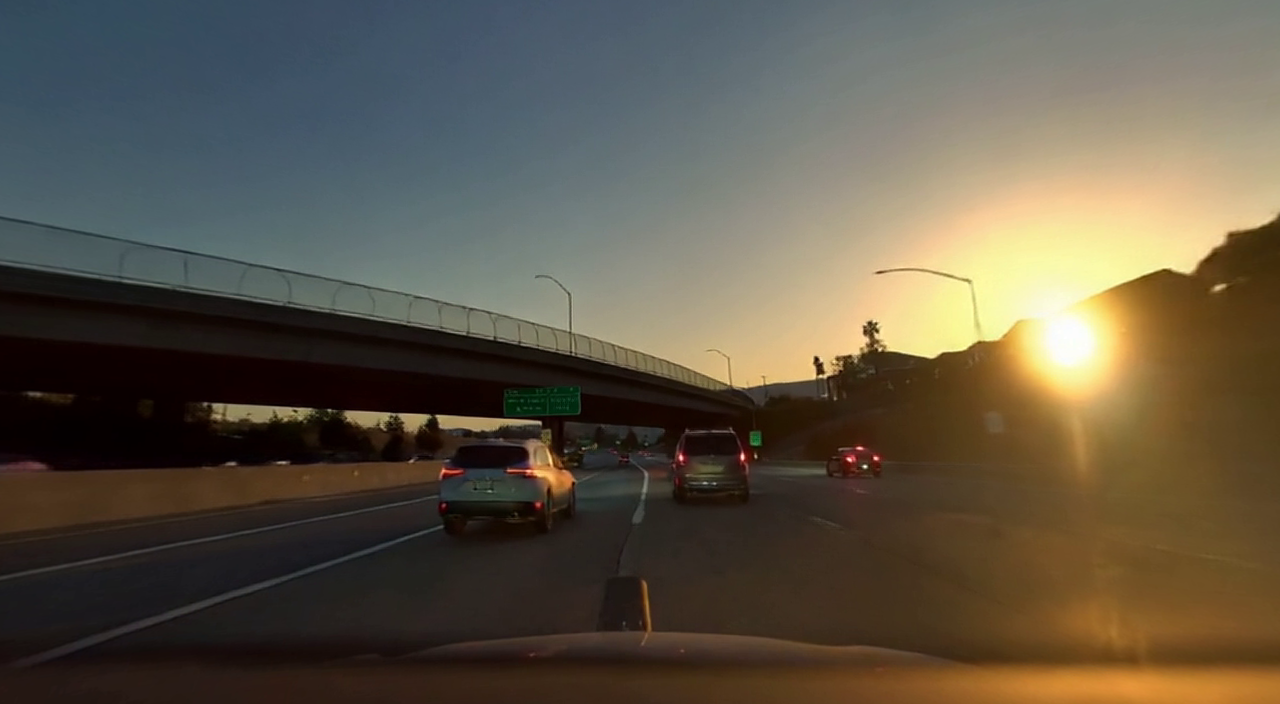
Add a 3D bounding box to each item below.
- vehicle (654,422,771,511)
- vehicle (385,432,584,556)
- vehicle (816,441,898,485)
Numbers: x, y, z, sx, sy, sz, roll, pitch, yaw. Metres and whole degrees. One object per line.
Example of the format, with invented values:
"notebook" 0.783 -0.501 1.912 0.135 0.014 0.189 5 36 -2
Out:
"vehicle" 1.772 3.130 17.728 2.732 2.065 5.826 -1 -9 1
"vehicle" -2.274 2.221 10.537 2.099 1.640 4.134 -1 -9 3
"vehicle" 9.593 4.933 28.205 2.133 1.770 4.537 0 -9 1
